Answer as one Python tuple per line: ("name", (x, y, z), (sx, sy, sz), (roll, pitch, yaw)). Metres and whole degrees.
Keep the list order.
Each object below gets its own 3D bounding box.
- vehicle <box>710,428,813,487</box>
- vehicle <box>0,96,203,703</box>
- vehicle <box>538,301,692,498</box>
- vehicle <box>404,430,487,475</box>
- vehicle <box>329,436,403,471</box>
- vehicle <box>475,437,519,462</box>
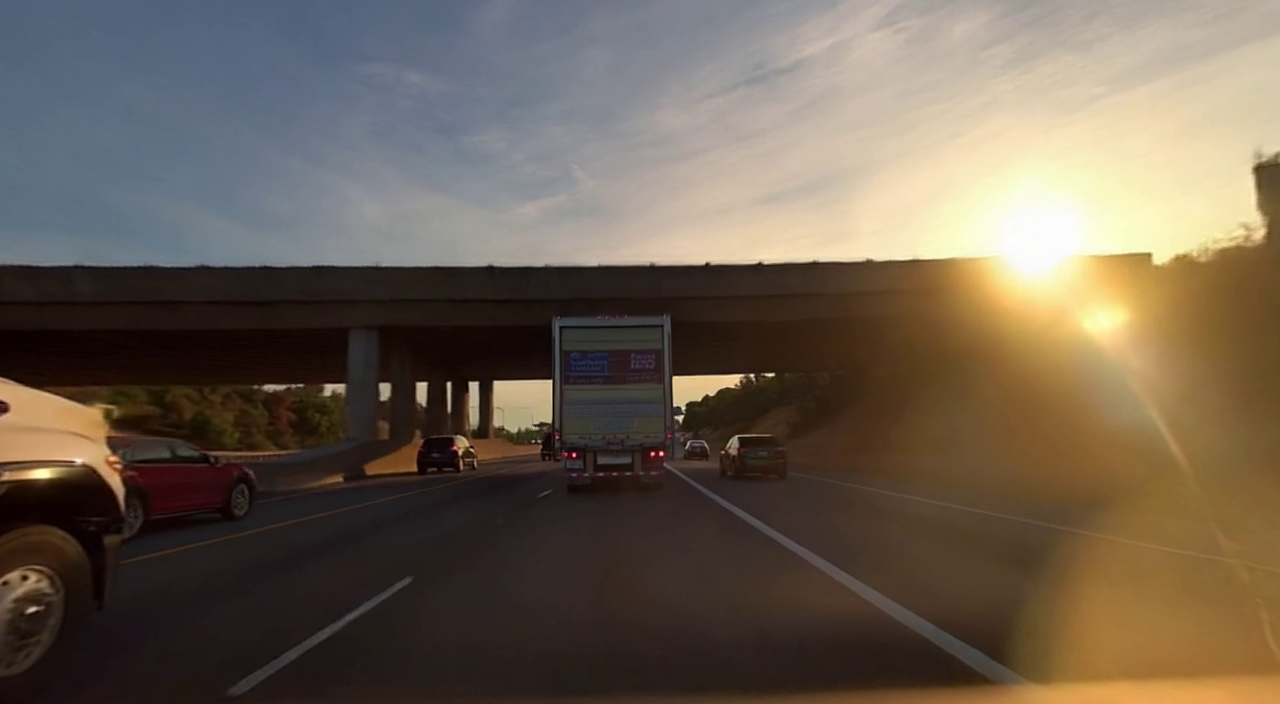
("vehicle", (3.466, 3.101, 18.927), (2.003, 1.519, 4.580), (0, -8, -3))
("vehicle", (-3.677, 0.120, 0.504), (2.660, 2.637, 5.634), (0, -8, -2))
("vehicle", (-0.715, 1.551, 17.070), (2.911, 3.787, 9.905), (0, -8, -3))
("vehicle", (-8.018, 4.168, 26.373), (2.057, 1.698, 4.550), (0, -8, -1))
("vehicle", (-16.564, 6.122, 38.324), (2.198, 1.938, 5.197), (0, -8, -1))
("vehicle", (-8.814, 6.031, 39.054), (1.845, 1.488, 3.656), (0, -8, 0))
